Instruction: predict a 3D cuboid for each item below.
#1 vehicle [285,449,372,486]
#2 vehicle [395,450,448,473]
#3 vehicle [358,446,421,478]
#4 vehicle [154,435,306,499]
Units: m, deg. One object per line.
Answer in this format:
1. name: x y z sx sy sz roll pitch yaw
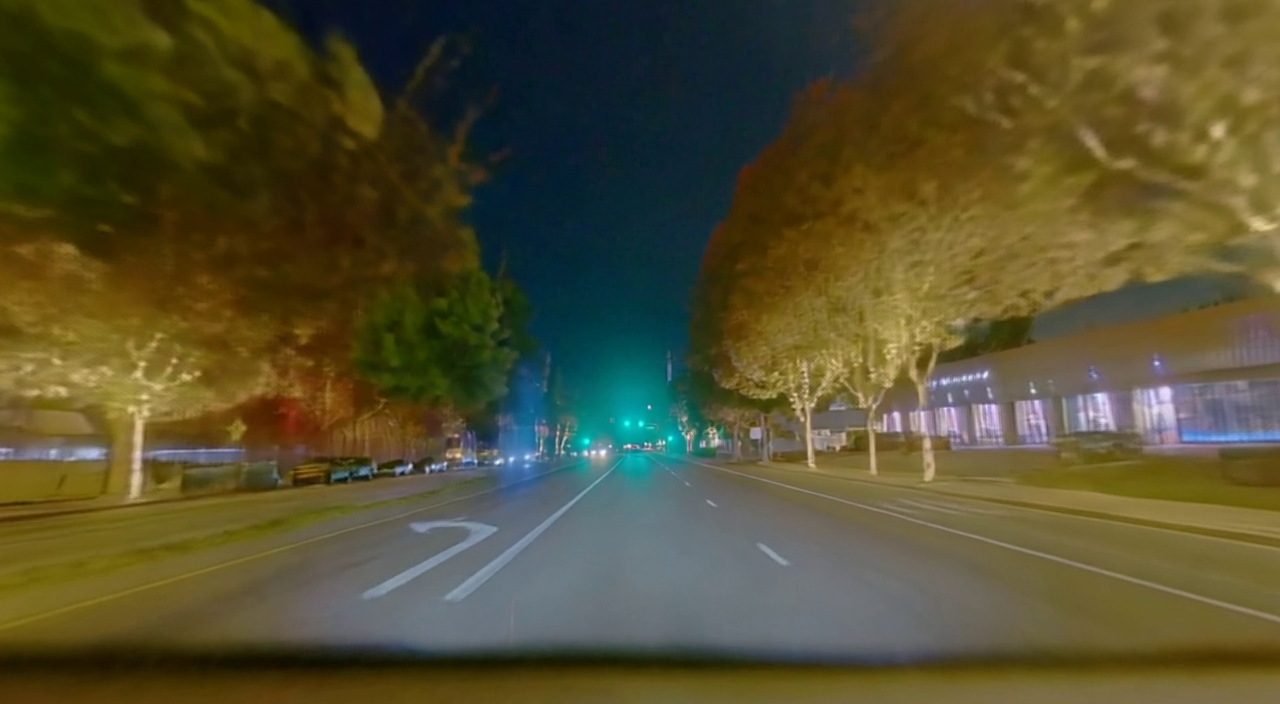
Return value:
1. vehicle: -15.349 5.691 31.434 1.892 1.624 4.645 0 -8 1
2. vehicle: -15.264 7.647 44.451 1.929 1.471 4.919 0 -8 1
3. vehicle: -15.272 6.699 38.773 1.989 1.747 5.019 -1 -8 -2
4. vehicle: -15.425 4.360 24.282 2.246 2.081 5.416 -1 -9 -1
